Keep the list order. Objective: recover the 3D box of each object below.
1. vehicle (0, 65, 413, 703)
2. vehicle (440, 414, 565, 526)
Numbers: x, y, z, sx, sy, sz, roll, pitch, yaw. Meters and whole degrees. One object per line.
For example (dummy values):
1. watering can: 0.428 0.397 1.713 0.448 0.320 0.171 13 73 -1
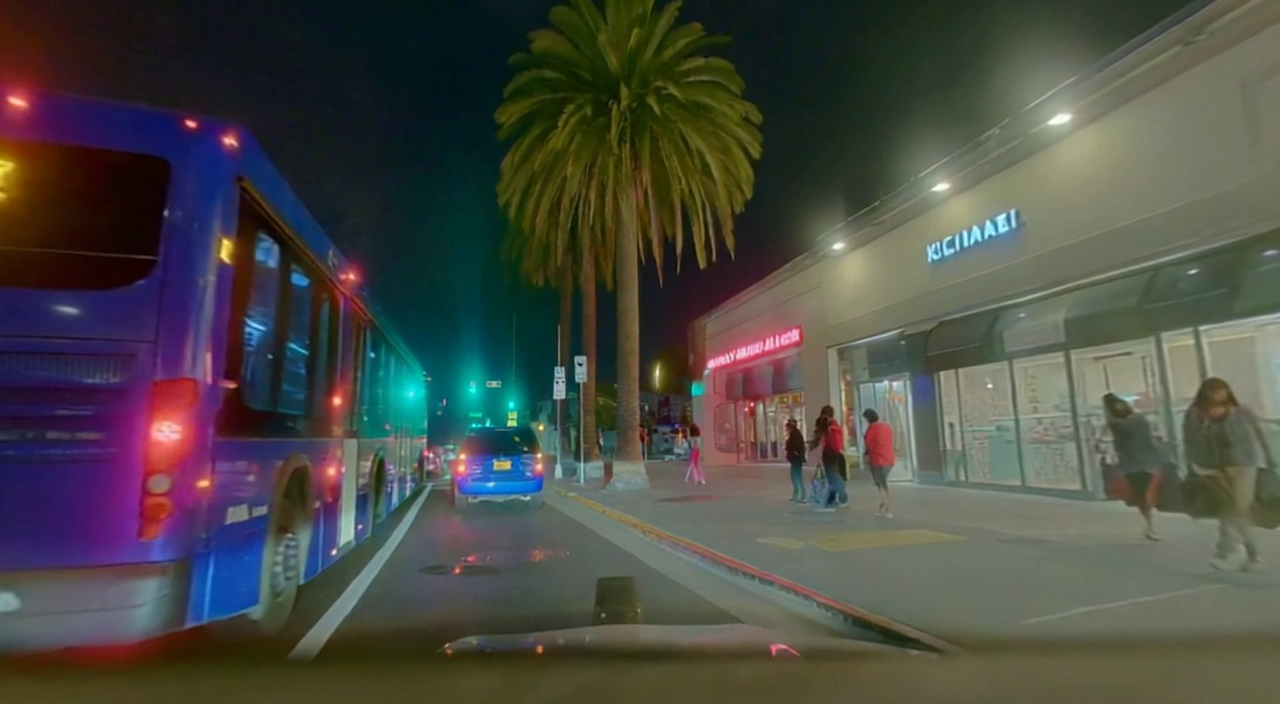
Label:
1. vehicle: -5.152 0.984 8.344 2.863 3.233 11.573 2 -9 -14
2. vehicle: -3.034 2.378 13.219 2.002 1.907 4.211 3 -9 -19
